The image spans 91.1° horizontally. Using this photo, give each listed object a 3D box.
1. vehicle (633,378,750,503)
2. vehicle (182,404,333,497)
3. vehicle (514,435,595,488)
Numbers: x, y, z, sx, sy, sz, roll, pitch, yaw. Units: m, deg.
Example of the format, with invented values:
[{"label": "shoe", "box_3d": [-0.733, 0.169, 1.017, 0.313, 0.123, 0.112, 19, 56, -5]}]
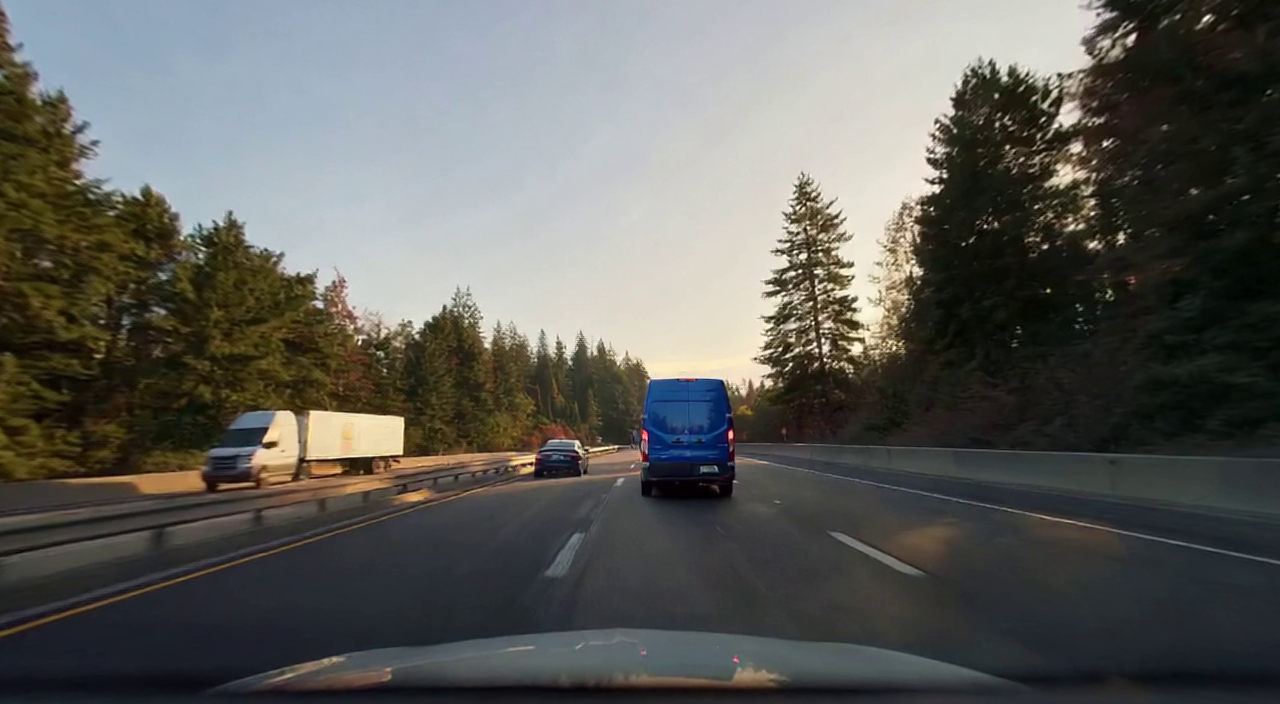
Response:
[{"label": "vehicle", "box_3d": [1.093, 2.329, 16.776, 2.416, 2.595, 7.243, 0, -8, 0]}, {"label": "vehicle", "box_3d": [-18.722, 4.854, 31.504, 3.042, 4.116, 6.904, 0, -8, 0]}, {"label": "vehicle", "box_3d": [-2.640, 3.478, 20.419, 1.900, 1.524, 4.324, 0, -8, 1]}]
